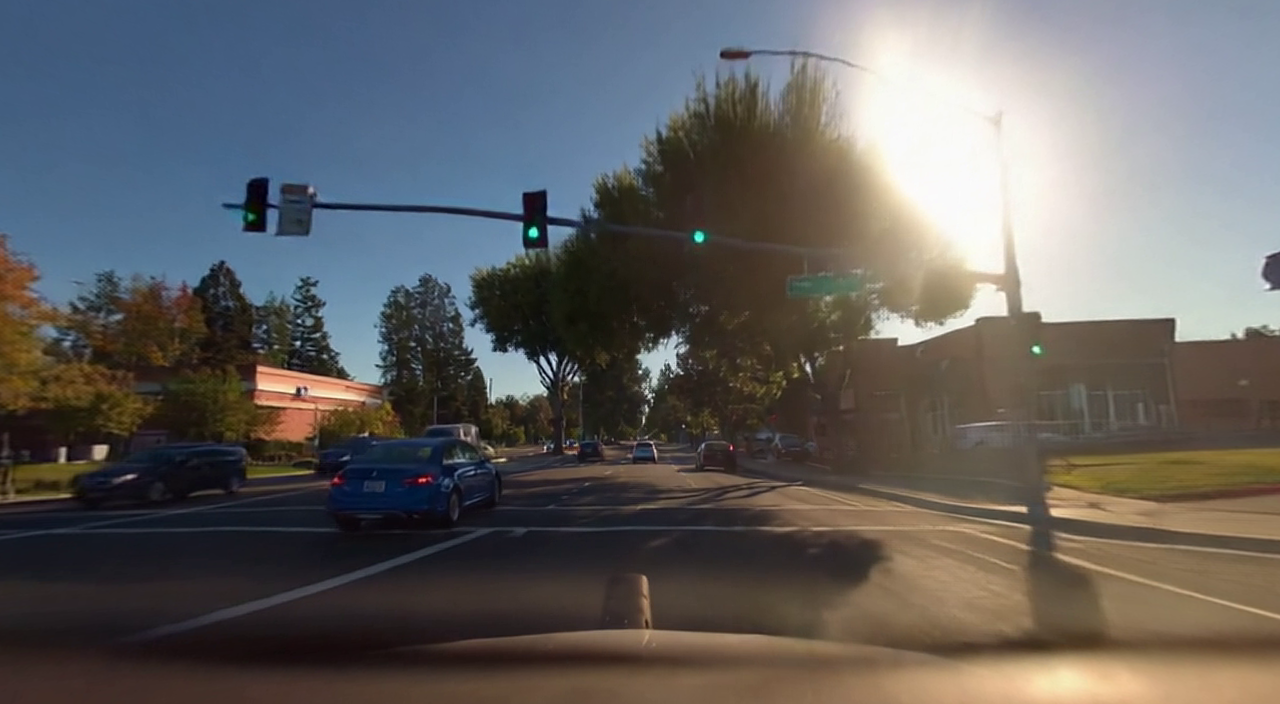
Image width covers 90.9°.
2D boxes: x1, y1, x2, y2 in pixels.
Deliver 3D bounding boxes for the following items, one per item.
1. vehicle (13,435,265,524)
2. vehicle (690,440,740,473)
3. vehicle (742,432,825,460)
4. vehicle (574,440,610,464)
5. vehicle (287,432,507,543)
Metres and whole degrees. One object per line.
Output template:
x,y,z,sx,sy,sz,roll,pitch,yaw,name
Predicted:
-11.492,2.886,15.027,2.130,1.672,4.549,-4,-8,4,vehicle
3.485,4.931,30.104,1.883,1.465,3.975,0,-8,0,vehicle
11.206,7.389,49.552,5.931,1.872,2.264,-3,-8,4,vehicle
-3.020,6.325,40.072,1.841,1.474,4.038,0,-8,2,vehicle
-3.740,2.124,10.713,1.803,1.463,4.422,0,-8,2,vehicle
